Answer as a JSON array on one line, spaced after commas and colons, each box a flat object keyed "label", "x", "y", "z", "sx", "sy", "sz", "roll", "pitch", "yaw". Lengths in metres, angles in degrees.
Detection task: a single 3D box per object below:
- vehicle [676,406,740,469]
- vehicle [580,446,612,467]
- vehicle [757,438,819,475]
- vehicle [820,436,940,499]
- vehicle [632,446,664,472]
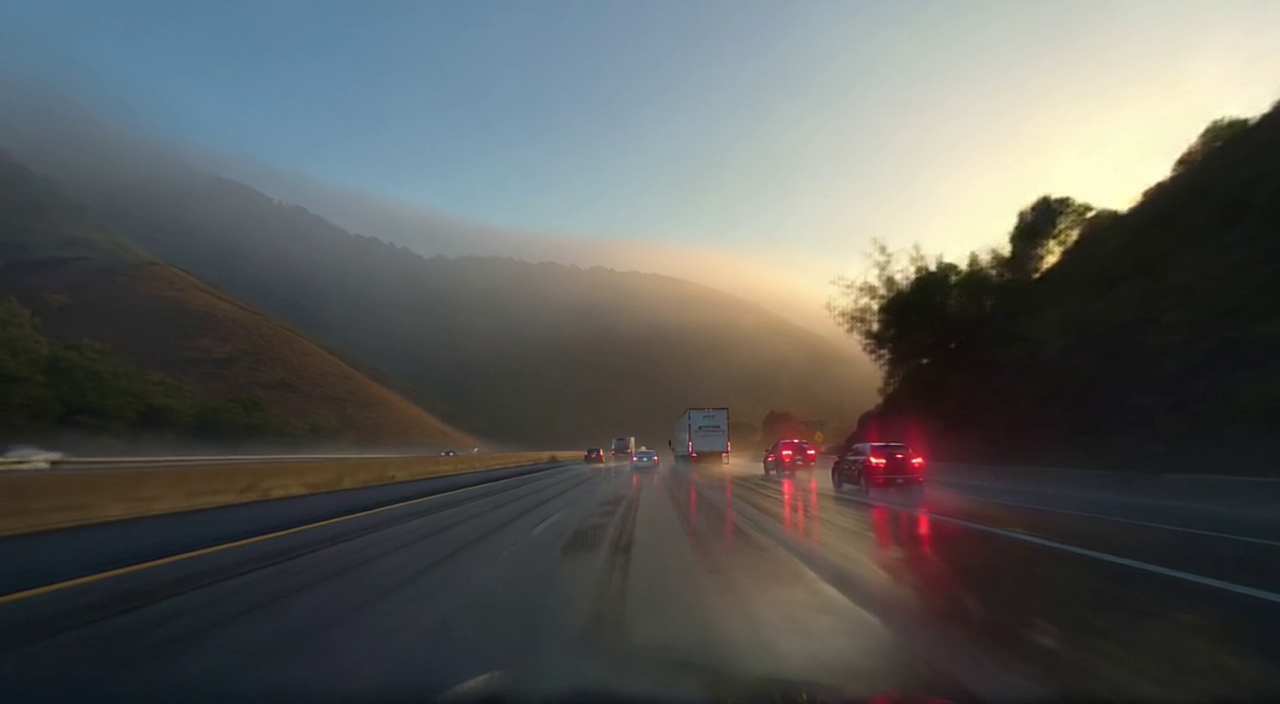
[{"label": "vehicle", "x": 4.244, "y": 5.756, "z": 41.810, "sx": 3.130, "sy": 3.607, "sz": 11.129, "roll": 0, "pitch": -9, "yaw": 1}, {"label": "vehicle", "x": -3.306, "y": 7.903, "z": 47.740, "sx": 2.132, "sy": 1.506, "sz": 4.256, "roll": 0, "pitch": -9, "yaw": 0}, {"label": "vehicle", "x": 7.822, "y": 5.563, "z": 33.737, "sx": 2.143, "sy": 1.775, "sz": 4.729, "roll": 0, "pitch": -9, "yaw": 0}, {"label": "vehicle", "x": 7.204, "y": 3.505, "z": 19.502, "sx": 2.044, "sy": 1.676, "sz": 4.421, "roll": 0, "pitch": -9, "yaw": 1}, {"label": "vehicle", "x": 0.478, "y": 6.639, "z": 39.236, "sx": 1.866, "sy": 1.492, "sz": 3.932, "roll": 0, "pitch": -9, "yaw": 0}]
